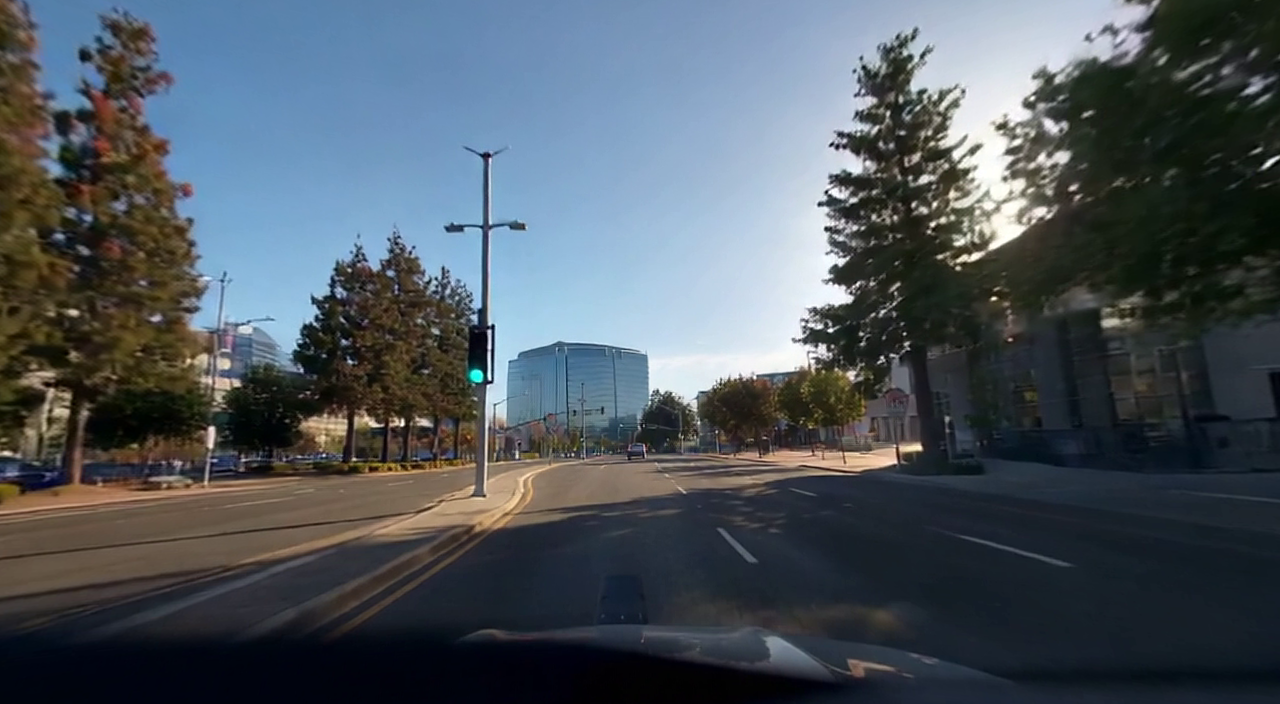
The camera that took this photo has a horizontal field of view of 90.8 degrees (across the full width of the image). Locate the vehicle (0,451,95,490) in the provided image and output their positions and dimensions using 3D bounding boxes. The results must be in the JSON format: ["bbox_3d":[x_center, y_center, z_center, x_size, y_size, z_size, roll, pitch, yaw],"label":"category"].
[{"bbox_3d":[-28.892,5.503,29.436,5.122,1.686,1.967,0,-9,1],"label":"vehicle"}]
